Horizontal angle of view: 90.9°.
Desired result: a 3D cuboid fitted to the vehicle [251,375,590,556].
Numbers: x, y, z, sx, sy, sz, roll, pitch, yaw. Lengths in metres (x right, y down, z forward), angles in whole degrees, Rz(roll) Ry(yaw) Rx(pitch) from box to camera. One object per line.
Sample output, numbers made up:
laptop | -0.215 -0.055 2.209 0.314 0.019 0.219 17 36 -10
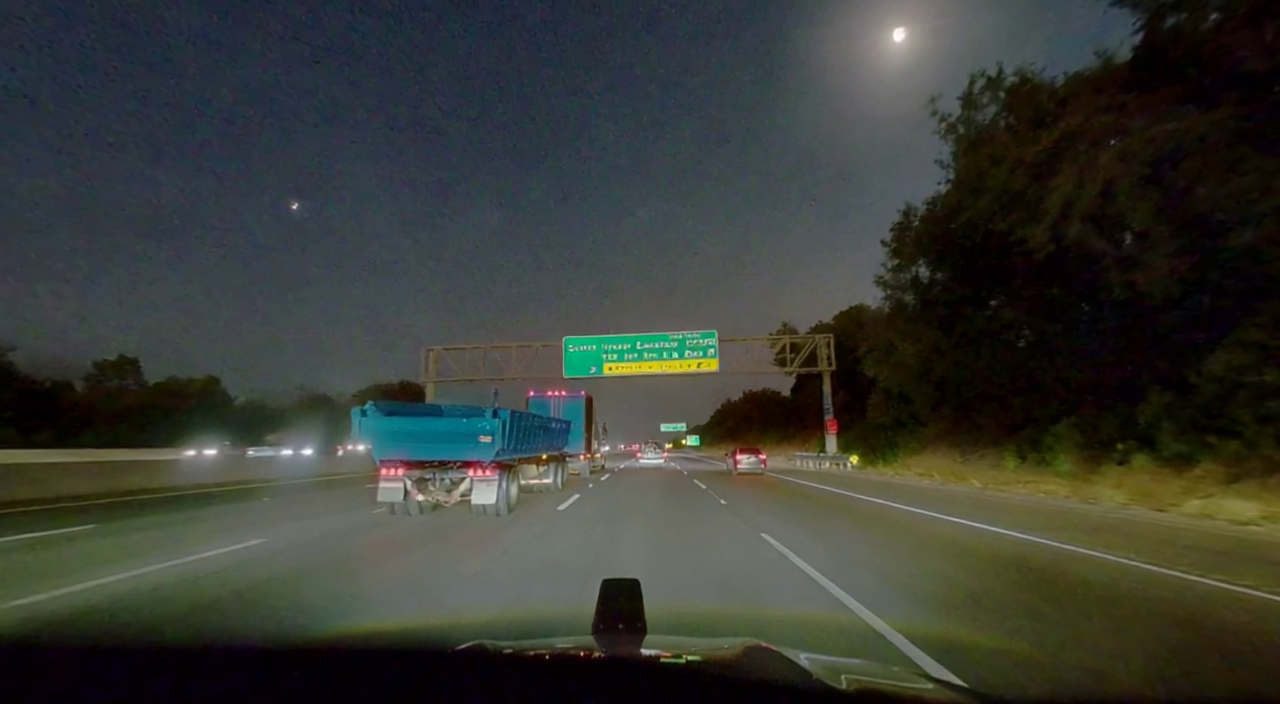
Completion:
vehicle | -3.547 2.735 16.642 2.854 2.379 16.653 0 -9 1

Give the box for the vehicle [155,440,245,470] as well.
vehicle | -24.265 5.703 35.009 1.845 1.521 4.273 0 -8 1

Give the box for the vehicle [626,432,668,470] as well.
vehicle | 0.446 5.791 37.001 2.309 2.023 5.130 0 -8 1

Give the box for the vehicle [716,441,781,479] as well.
vehicle | 4.557 4.589 27.143 1.993 1.474 4.230 0 -8 -1
